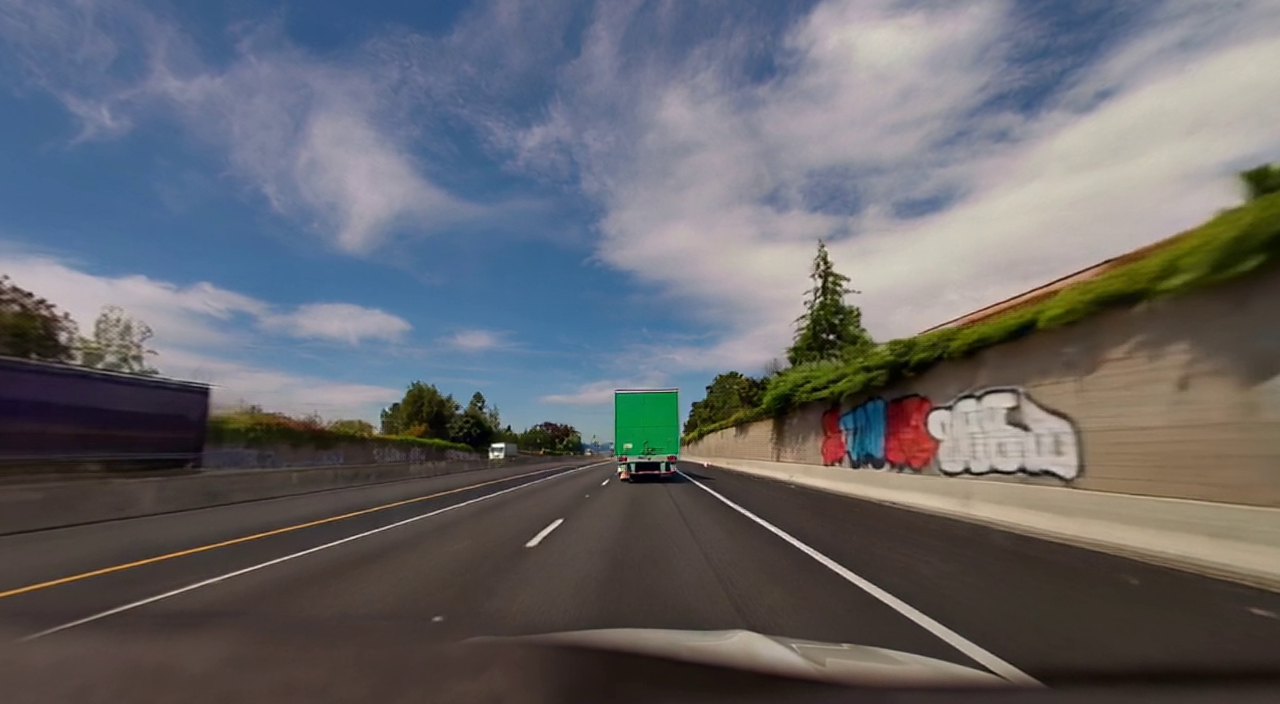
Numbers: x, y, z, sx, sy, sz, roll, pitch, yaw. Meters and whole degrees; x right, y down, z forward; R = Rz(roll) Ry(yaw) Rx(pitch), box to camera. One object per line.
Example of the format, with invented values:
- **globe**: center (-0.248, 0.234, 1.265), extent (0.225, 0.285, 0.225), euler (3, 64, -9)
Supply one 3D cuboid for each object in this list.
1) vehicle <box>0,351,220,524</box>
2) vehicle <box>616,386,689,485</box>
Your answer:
- **vehicle**: center (-16.615, 2.134, 15.585), extent (2.882, 4.051, 13.808), euler (0, -9, 0)
- **vehicle**: center (0.296, 4.122, 30.364), extent (2.900, 3.955, 10.151), euler (0, -9, -2)
